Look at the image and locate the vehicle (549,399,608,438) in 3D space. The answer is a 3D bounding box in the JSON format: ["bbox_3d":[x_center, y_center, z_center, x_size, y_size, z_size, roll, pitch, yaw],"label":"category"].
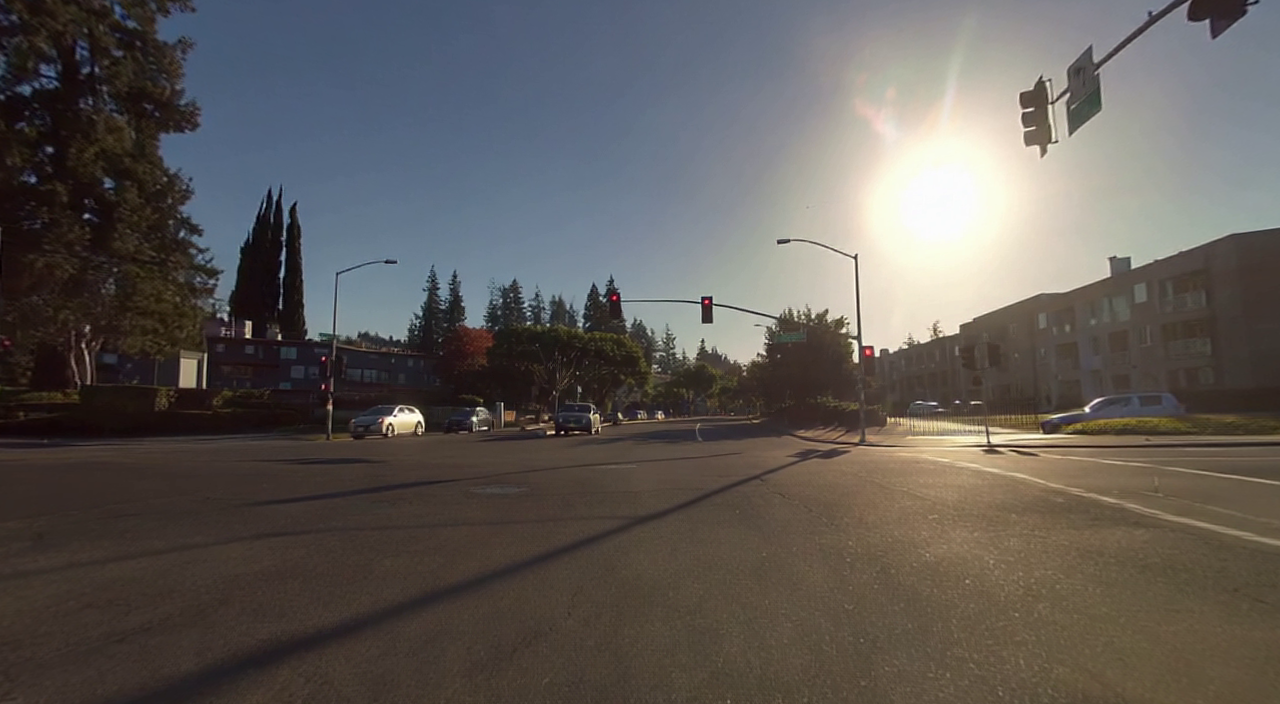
[{"bbox_3d":[-3.220,3.708,34.484,2.306,1.907,5.382,-1,-9,4],"label":"vehicle"}]

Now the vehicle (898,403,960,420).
[{"bbox_3d":[22.296,4.636,48.867,3.933,1.219,1.700,0,-9,4],"label":"vehicle"}]

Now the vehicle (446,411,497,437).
[{"bbox_3d":[-11.029,4.792,41.751,1.899,1.510,4.294,-1,-9,4],"label":"vehicle"}]

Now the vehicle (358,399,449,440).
[{"bbox_3d":[-12.309,3.643,33.328,2.340,1.902,4.920,-1,-9,8],"label":"vehicle"}]
